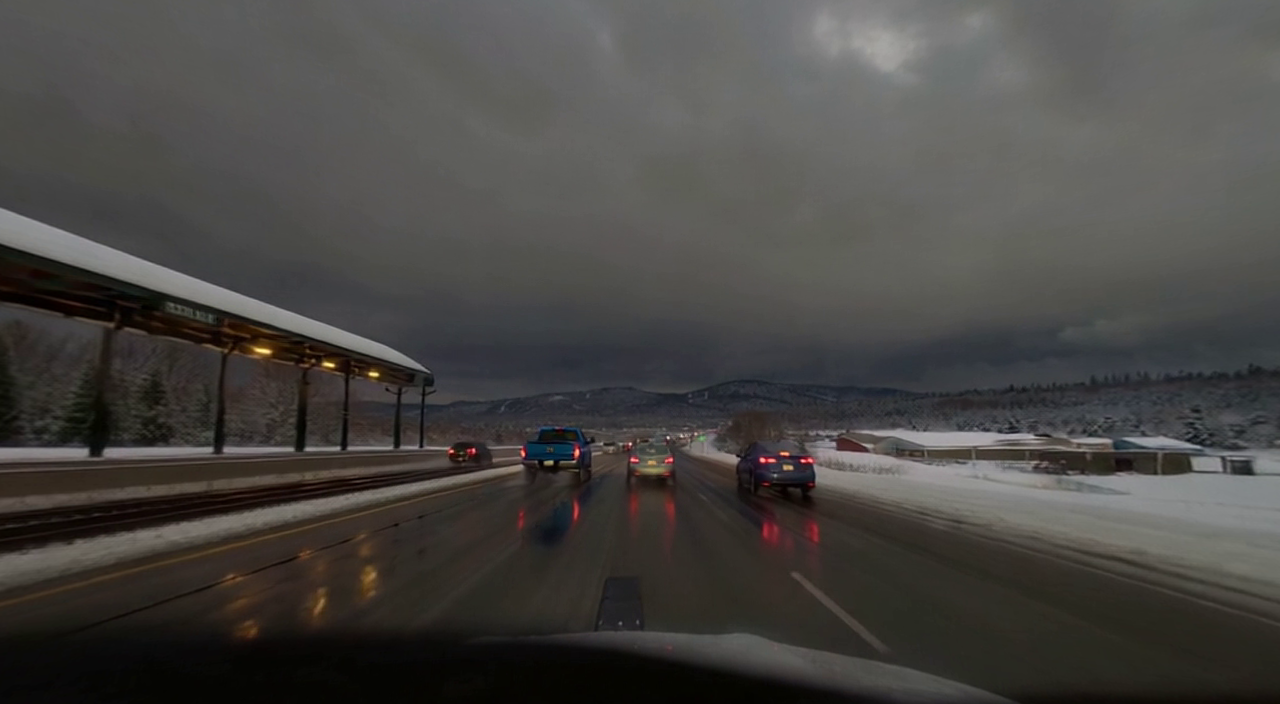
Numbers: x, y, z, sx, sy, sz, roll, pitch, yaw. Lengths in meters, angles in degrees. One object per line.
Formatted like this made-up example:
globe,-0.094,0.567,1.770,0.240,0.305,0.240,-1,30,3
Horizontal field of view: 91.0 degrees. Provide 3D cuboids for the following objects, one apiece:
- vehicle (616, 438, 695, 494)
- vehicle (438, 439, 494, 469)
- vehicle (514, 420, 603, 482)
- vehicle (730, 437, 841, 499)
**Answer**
vehicle,0.421,3.441,19.362,2.171,1.493,4.081,0,-9,0
vehicle,-10.800,6.365,39.381,2.137,1.728,4.665,0,-9,0
vehicle,-3.152,4.083,26.244,2.733,2.230,6.820,0,-9,1
vehicle,3.972,3.258,18.117,2.023,1.510,4.773,0,-9,-1
